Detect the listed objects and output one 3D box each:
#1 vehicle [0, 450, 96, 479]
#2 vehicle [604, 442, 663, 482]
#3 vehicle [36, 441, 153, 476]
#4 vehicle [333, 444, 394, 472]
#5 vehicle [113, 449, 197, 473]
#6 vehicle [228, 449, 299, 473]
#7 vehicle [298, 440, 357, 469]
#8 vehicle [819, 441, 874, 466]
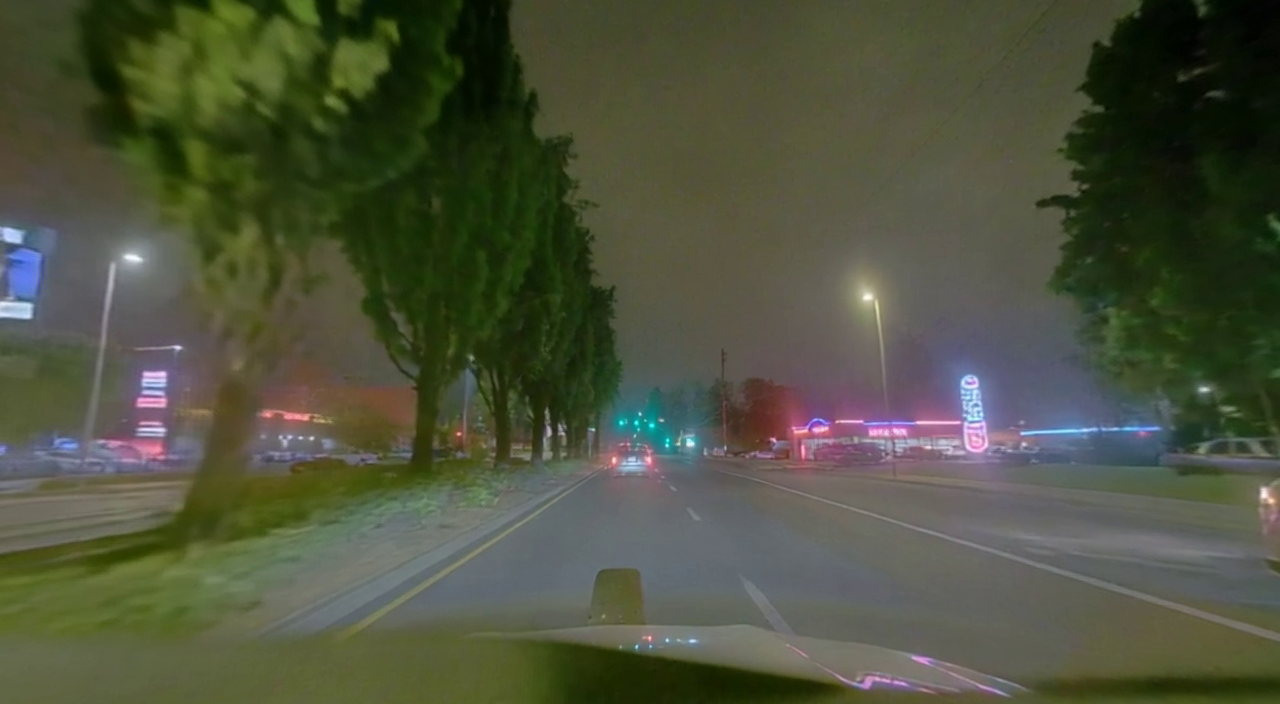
[{"bbox_3d":[-32.983,6.141,34.584,4.686,1.478,1.801,7,-11,-41],"label":"vehicle"},{"bbox_3d":[-0.277,4.383,25.435,2.185,1.473,3.925,0,-8,-1],"label":"vehicle"},{"bbox_3d":[-33.020,6.412,38.357,5.124,2.003,2.233,8,-11,-42],"label":"vehicle"},{"bbox_3d":[-19.490,7.483,44.840,2.129,1.794,4.967,-2,-8,-1],"label":"vehicle"},{"bbox_3d":[-32.909,7.356,42.912,4.303,1.464,1.799,8,-11,-42],"label":"vehicle"},{"bbox_3d":[-24.173,6.991,40.753,1.915,1.460,4.717,0,-8,-4],"label":"vehicle"},{"bbox_3d":[-24.280,8.006,49.294,2.202,2.103,4.899,0,-9,-1],"label":"vehicle"},{"bbox_3d":[15.709,7.775,48.373,2.377,1.783,5.145,0,-8,-1],"label":"vehicle"}]
